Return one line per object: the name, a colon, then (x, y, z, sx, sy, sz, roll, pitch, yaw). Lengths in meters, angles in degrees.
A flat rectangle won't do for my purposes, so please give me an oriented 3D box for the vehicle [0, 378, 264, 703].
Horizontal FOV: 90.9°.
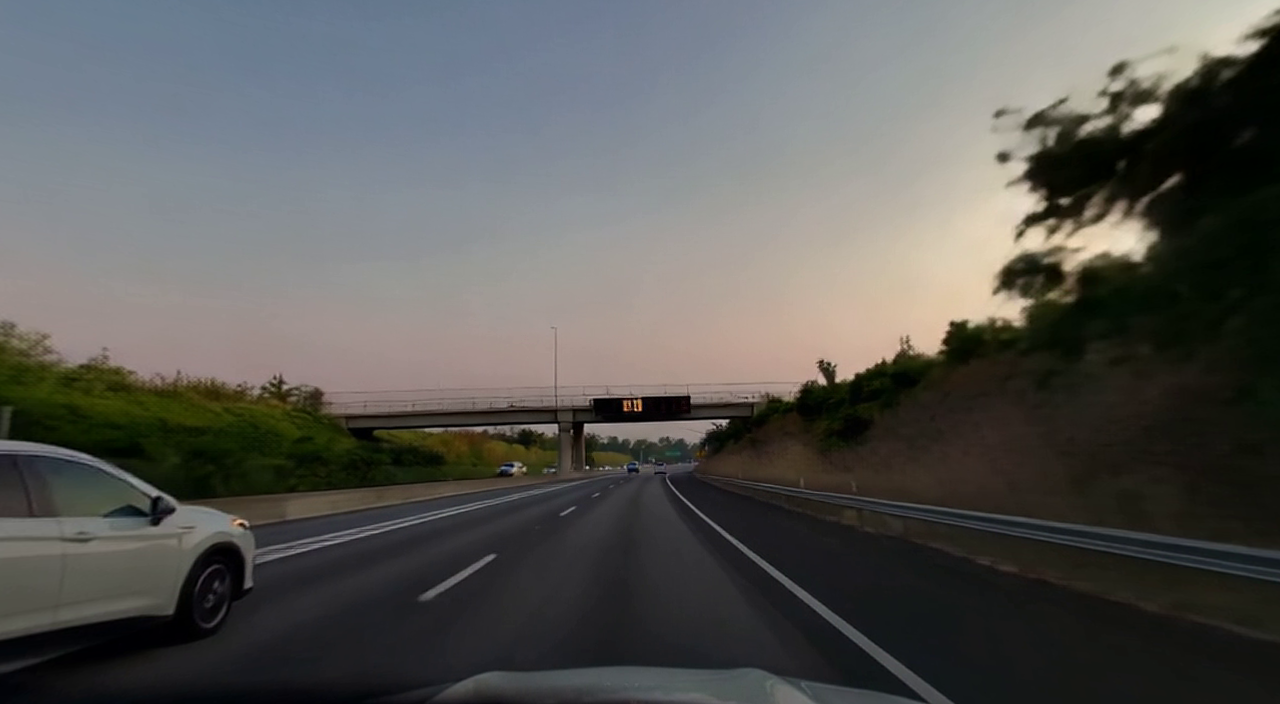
vehicle: (-4.076, 0.895, 2.566, 2.141, 1.697, 4.641, 1, -11, 0)
